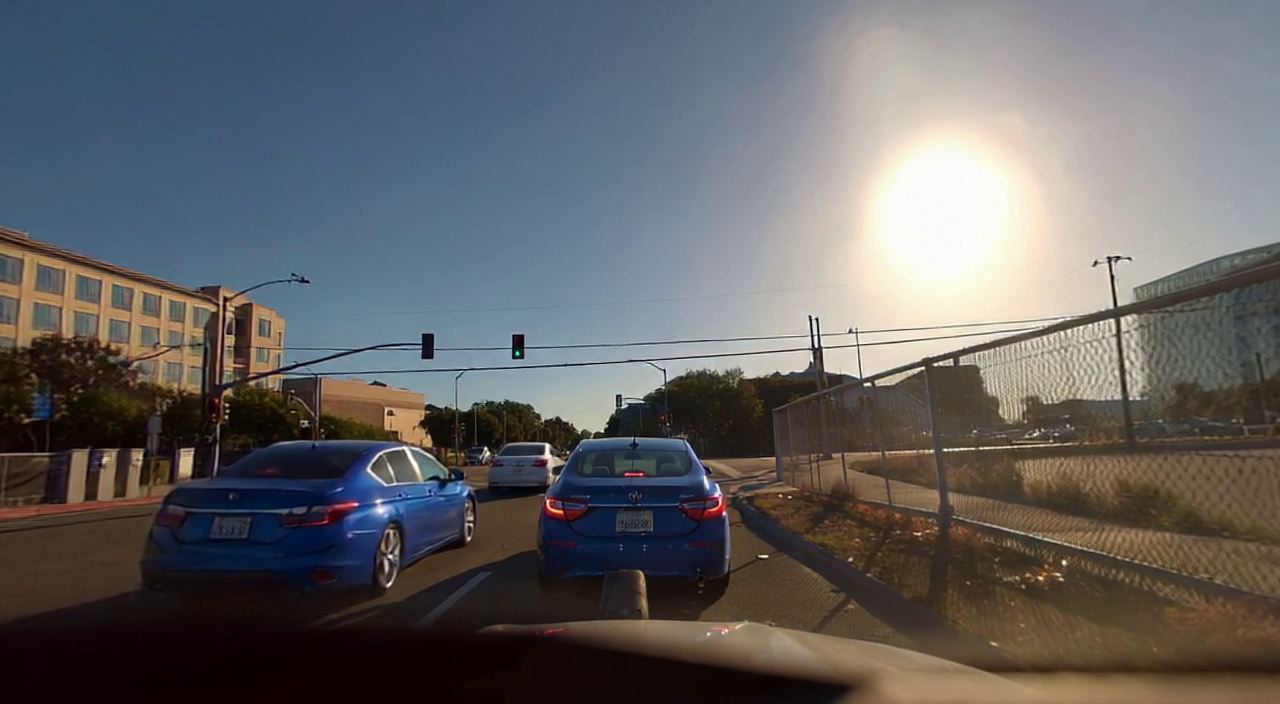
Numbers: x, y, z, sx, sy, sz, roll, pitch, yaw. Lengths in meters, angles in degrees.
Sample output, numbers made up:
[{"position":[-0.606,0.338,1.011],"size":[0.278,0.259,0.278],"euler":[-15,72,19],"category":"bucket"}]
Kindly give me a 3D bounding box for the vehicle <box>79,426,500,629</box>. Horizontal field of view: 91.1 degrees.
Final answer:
[{"position":[-3.149,1.657,7.045],"size":[1.971,1.488,4.581],"euler":[0,-9,2],"category":"vehicle"}]

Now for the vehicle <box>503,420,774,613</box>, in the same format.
[{"position":[-0.018,1.616,7.081],"size":[2.144,1.514,4.063],"euler":[0,-9,0],"category":"vehicle"}]
